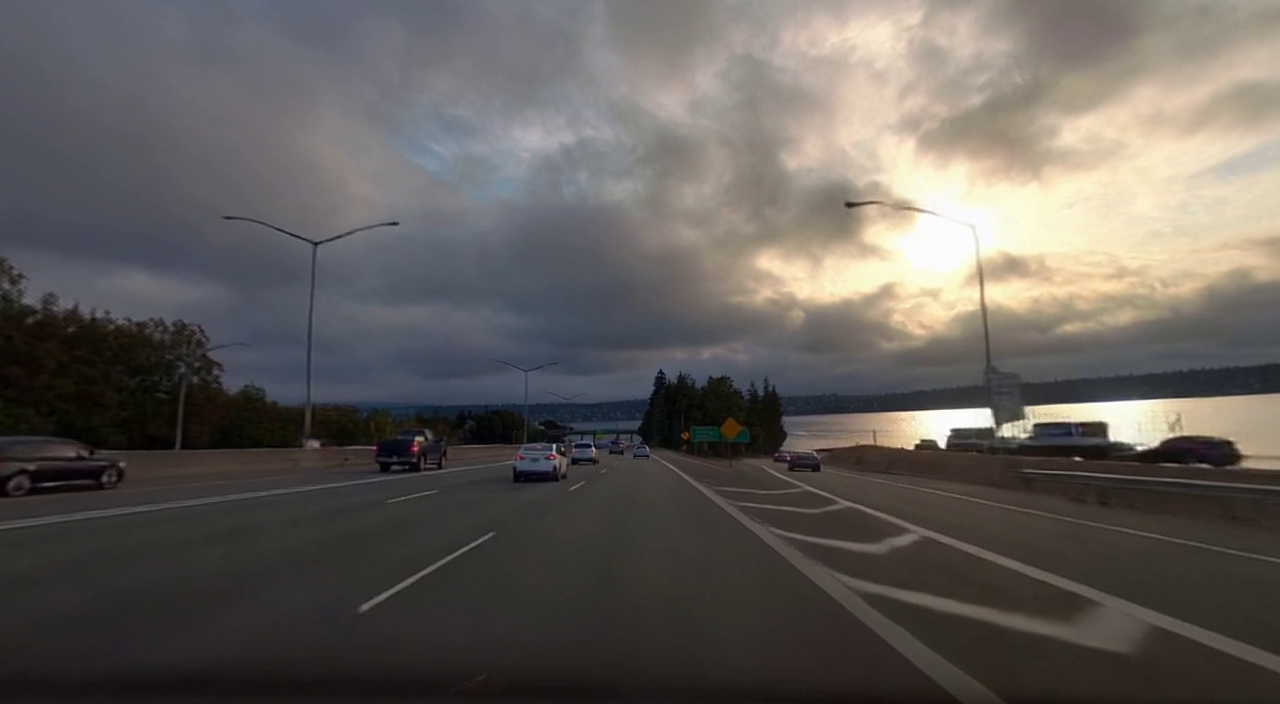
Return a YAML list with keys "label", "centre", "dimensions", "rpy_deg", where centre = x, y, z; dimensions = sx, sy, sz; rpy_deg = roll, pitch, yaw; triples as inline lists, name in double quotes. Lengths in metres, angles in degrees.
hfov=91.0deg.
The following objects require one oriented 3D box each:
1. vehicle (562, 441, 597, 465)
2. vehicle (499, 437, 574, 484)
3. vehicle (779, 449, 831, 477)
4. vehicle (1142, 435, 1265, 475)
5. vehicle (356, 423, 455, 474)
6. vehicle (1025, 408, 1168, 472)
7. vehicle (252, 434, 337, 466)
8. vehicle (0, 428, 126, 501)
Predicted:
- label: "vehicle"
  centre: [-4.652, 7.865, 49.097]
  dimensions: [2.107, 1.787, 4.685]
  rpy_deg: [0, -9, 3]
- label: "vehicle"
  centre: [-4.055, 4.318, 25.436]
  dimensions: [2.132, 1.708, 4.571]
  rpy_deg: [0, -9, 2]
- label: "vehicle"
  centre: [9.636, 6.506, 37.195]
  dimensions: [2.153, 1.510, 4.646]
  rpy_deg: [0, -9, 4]
- label: "vehicle"
  centre: [26.031, 4.775, 29.340]
  dimensions: [1.914, 1.667, 4.648]
  rpy_deg: [-1, -9, 9]
- label: "vehicle"
  centre: [-11.095, 4.640, 30.354]
  dimensions: [2.442, 2.191, 5.760]
  rpy_deg: [0, -9, 1]
- label: "vehicle"
  centre: [28.023, 5.469, 39.467]
  dimensions: [3.151, 3.473, 9.484]
  rpy_deg: [0, -8, 9]
- label: "vehicle"
  centre: [-20.553, 5.868, 37.782]
  dimensions: [2.114, 1.715, 5.227]
  rpy_deg: [0, -9, 0]
- label: "vehicle"
  centre: [-14.646, 2.494, 14.154]
  dimensions: [2.050, 1.537, 4.768]
  rpy_deg: [0, -9, 1]
